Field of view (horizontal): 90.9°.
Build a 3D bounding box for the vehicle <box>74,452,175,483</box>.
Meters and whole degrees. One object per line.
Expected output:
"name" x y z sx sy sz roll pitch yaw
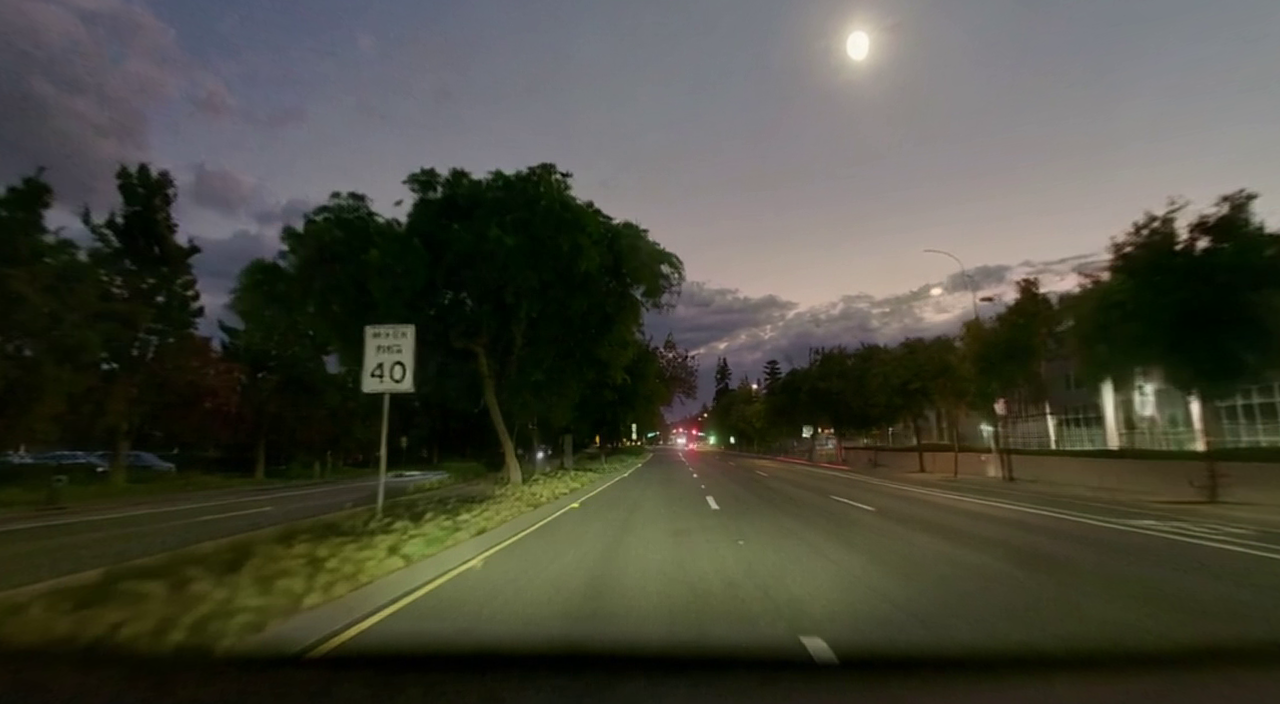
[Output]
"vehicle" -26.227 5.871 32.142 3.651 1.453 1.643 -1 -8 1
